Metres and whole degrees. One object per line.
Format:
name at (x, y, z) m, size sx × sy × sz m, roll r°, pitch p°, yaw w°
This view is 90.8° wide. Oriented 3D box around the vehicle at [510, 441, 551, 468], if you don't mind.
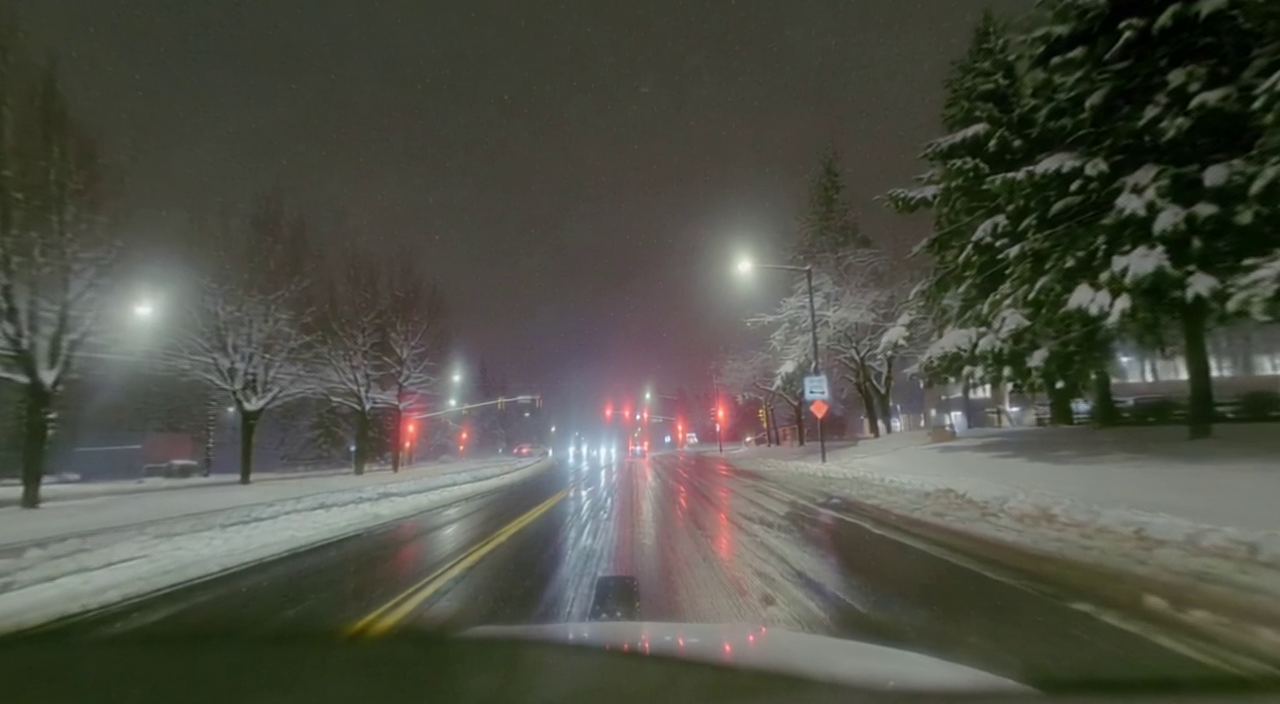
vehicle at (-6.629, 6.247, 38.673) m, size 1.869 × 1.570 × 4.064 m, roll 0°, pitch -9°, yaw -2°
